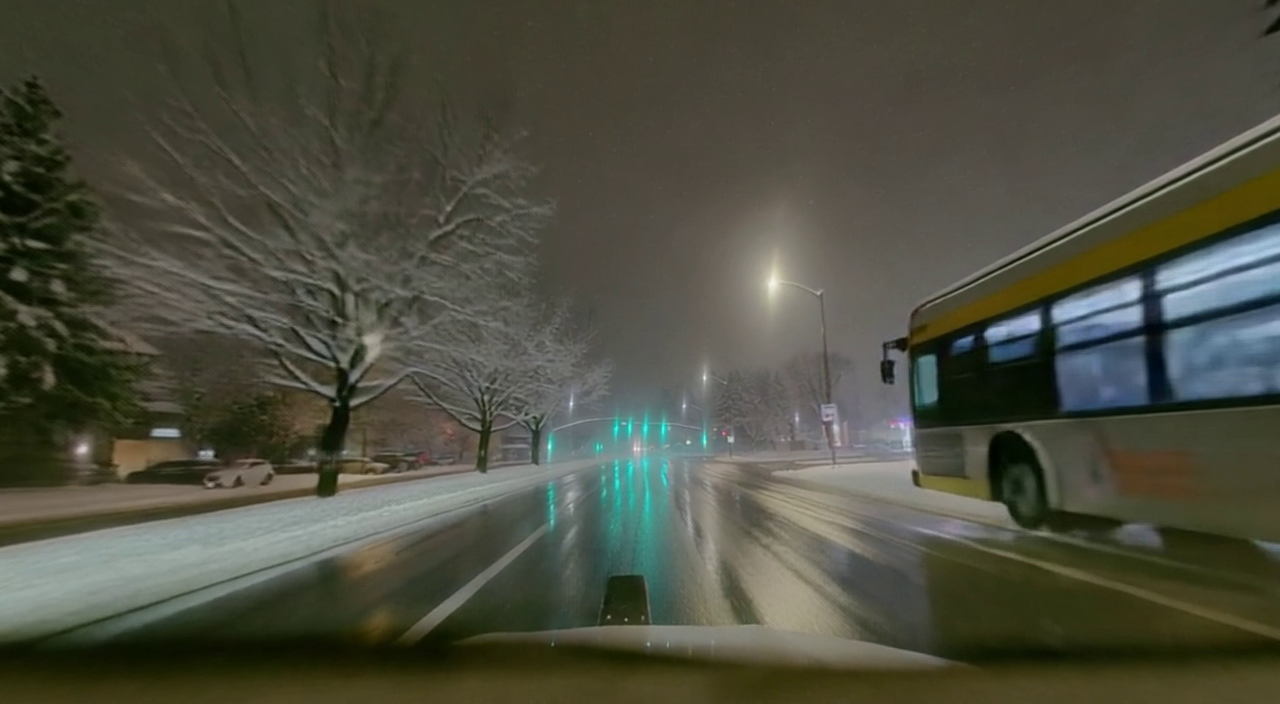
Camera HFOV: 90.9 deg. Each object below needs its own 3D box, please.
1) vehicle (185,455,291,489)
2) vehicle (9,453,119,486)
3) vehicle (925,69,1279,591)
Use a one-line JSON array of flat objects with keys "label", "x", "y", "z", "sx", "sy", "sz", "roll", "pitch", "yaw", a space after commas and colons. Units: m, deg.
[{"label": "vehicle", "x": -21.291, "y": 6.336, "z": 33.683, "sx": 2.114, "sy": 1.602, "sz": 4.824, "roll": -1, "pitch": -9, "yaw": 6}, {"label": "vehicle", "x": -30.478, "y": 6.223, "z": 33.405, "sx": 3.996, "sy": 1.653, "sz": 1.885, "roll": -1, "pitch": -9, "yaw": 3}, {"label": "vehicle", "x": 8.083, "y": -0.136, "z": 6.164, "sx": 4.582, "sy": 4.678, "sz": 12.589, "roll": 0, "pitch": -8, "yaw": 0}]
